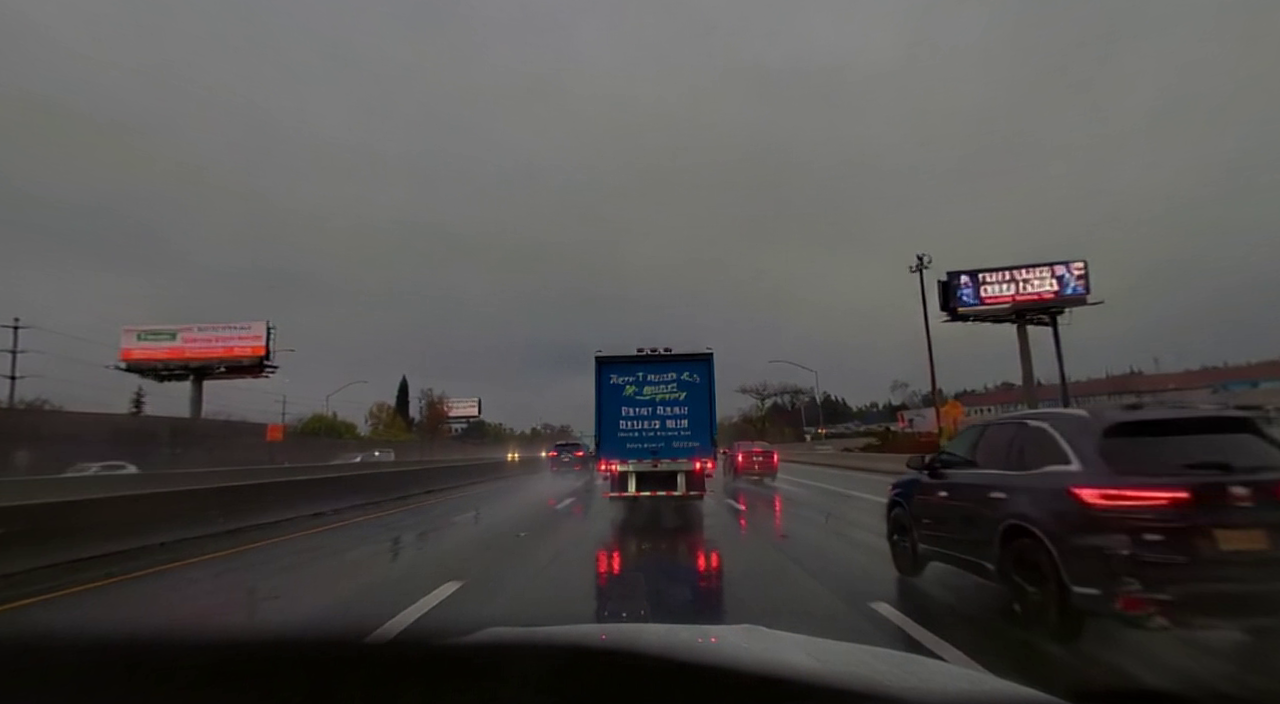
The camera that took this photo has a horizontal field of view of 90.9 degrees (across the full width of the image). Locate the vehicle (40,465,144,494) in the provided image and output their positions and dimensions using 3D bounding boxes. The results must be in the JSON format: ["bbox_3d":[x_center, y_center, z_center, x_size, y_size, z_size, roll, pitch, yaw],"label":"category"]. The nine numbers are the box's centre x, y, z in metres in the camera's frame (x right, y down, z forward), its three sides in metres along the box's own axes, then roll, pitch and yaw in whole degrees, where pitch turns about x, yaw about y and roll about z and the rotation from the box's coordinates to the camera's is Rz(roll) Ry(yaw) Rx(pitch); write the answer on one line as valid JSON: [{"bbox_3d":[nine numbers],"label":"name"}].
[{"bbox_3d":[-32.757,7.590,37.868,1.822,1.448,4.498,-2,-8,9],"label":"vehicle"}]

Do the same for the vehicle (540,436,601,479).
[{"bbox_3d":[-3.009,4.693,28.318,2.030,1.757,4.509,-1,-8,2],"label":"vehicle"}]

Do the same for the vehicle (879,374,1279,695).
[{"bbox_3d":[3.981,1.286,5.617,1.986,1.718,4.296,0,-8,0],"label":"vehicle"}]

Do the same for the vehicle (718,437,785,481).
[{"bbox_3d":[4.568,4.448,26.537,2.066,1.692,4.339,0,-8,0],"label":"vehicle"}]

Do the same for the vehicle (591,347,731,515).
[{"bbox_3d":[0.481,2.162,16.747,2.733,3.296,8.571,0,-8,1],"label":"vehicle"}]
